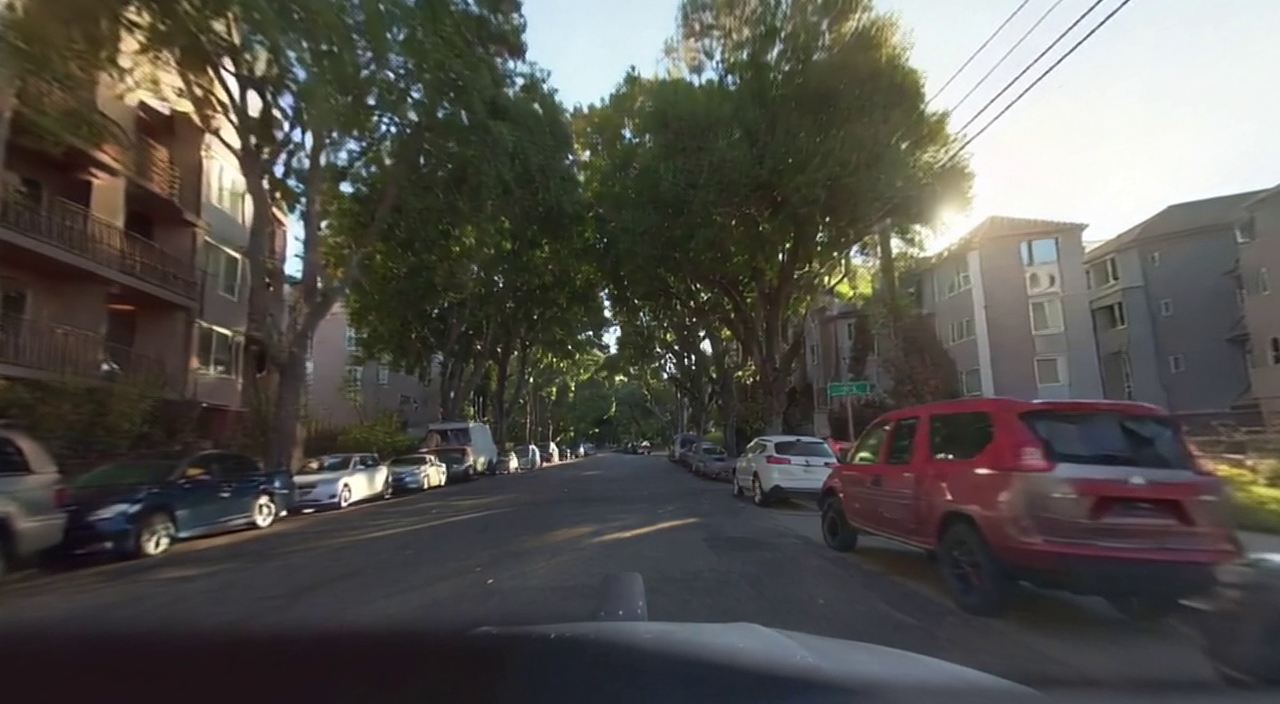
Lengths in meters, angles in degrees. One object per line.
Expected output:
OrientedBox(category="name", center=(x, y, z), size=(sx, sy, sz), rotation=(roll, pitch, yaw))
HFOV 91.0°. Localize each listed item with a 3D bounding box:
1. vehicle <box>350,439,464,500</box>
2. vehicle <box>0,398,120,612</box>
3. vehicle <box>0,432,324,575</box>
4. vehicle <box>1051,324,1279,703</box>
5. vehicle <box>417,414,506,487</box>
OrientedBox(category="vehicle", center=(-7.576, 3.835, 21.032), size=(2.150, 1.774, 4.514), rotation=(0, -9, -1))
OrientedBox(category="vehicle", center=(-7.290, 1.237, 4.394), size=(2.205, 2.051, 6.109), rotation=(-3, -10, -1))
OrientedBox(category="vehicle", center=(-7.235, 2.239, 10.167), size=(1.978, 1.721, 4.589), rotation=(-1, -9, -2))
OrientedBox(category="vehicle", center=(3.922, 0.644, 1.526), size=(2.214, 1.885, 5.268), rotation=(0, -9, -1))
OrientedBox(category="vehicle", center=(-7.497, 4.263, 27.218), size=(2.294, 2.707, 6.199), rotation=(-2, -9, -2))
